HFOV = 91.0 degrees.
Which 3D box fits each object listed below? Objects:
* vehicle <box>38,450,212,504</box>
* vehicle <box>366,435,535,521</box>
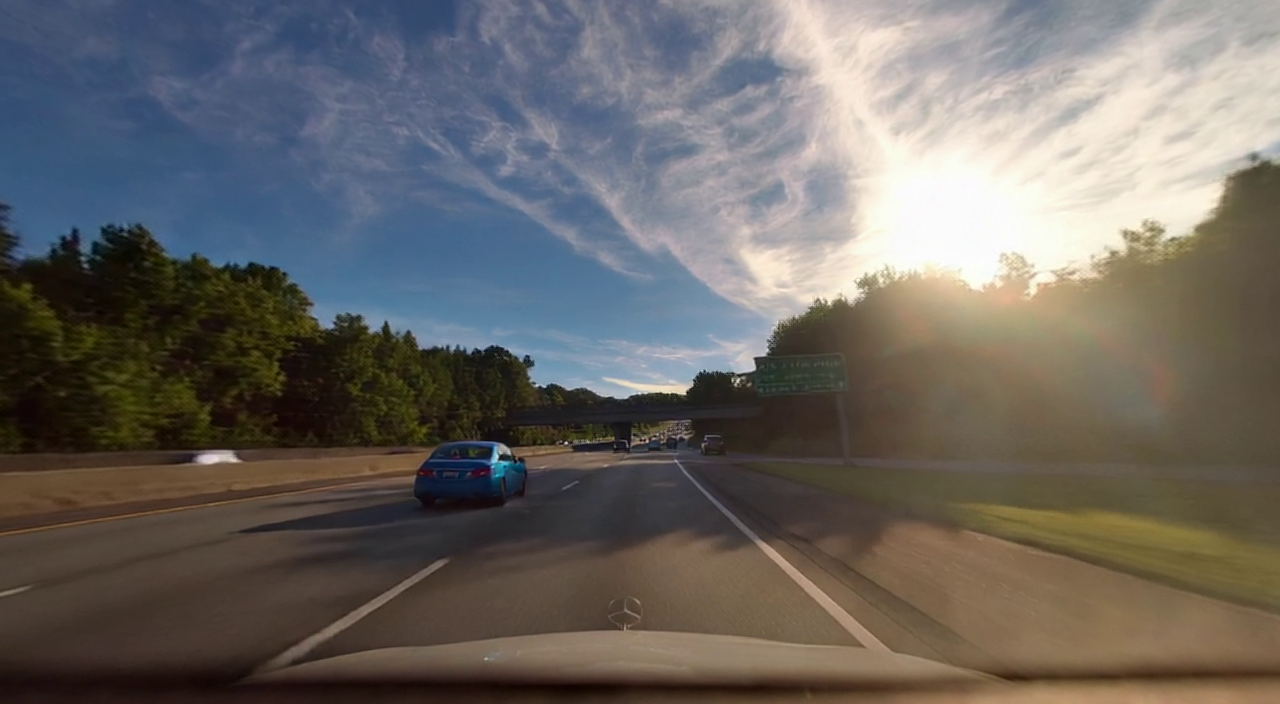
[{"bbox_3d":[-15.599,3.765,19.420,1.914,1.449,4.033,0,-8,0],"label":"vehicle"},{"bbox_3d":[-3.609,2.478,13.016,1.996,1.454,4.495,0,-8,2],"label":"vehicle"}]
